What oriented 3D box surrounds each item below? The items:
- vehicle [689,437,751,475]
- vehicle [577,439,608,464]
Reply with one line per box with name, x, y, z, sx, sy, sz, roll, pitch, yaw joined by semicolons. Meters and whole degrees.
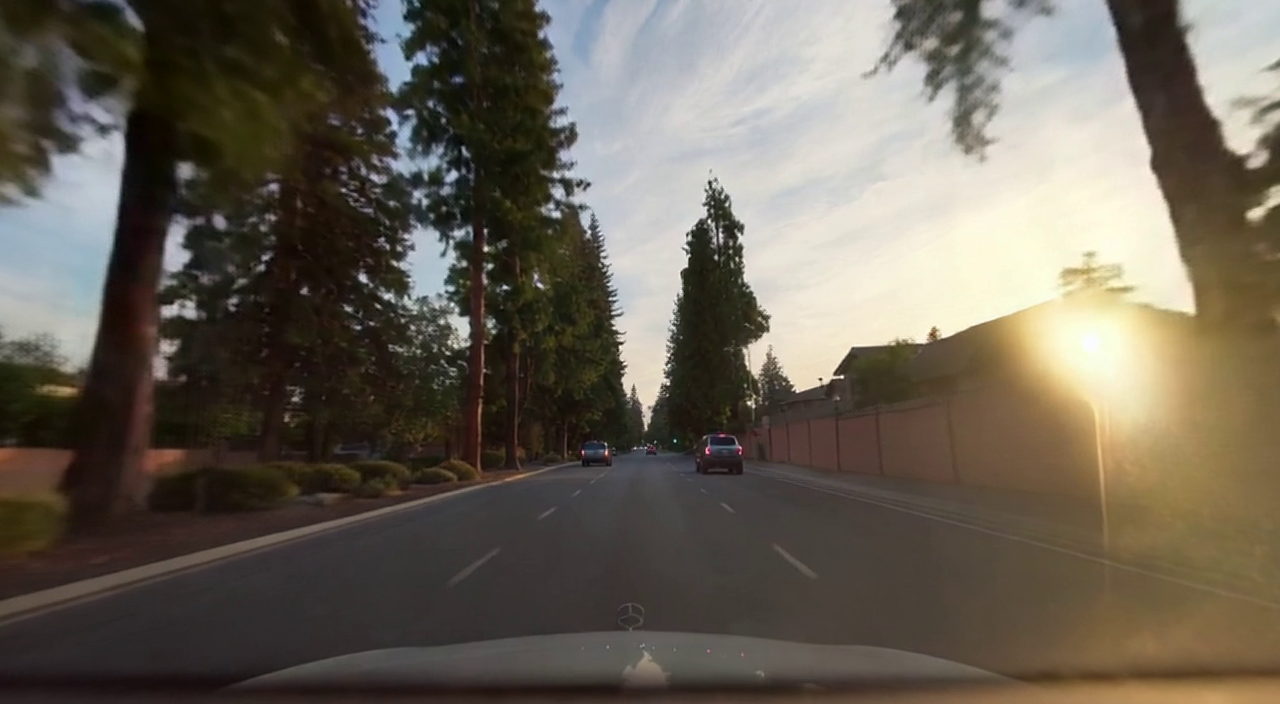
vehicle;3.759;5.026;30.679;2.321;1.695;5.037;0;-8;0
vehicle;-3.596;7.600;48.192;2.002;1.747;4.728;0;-8;0
